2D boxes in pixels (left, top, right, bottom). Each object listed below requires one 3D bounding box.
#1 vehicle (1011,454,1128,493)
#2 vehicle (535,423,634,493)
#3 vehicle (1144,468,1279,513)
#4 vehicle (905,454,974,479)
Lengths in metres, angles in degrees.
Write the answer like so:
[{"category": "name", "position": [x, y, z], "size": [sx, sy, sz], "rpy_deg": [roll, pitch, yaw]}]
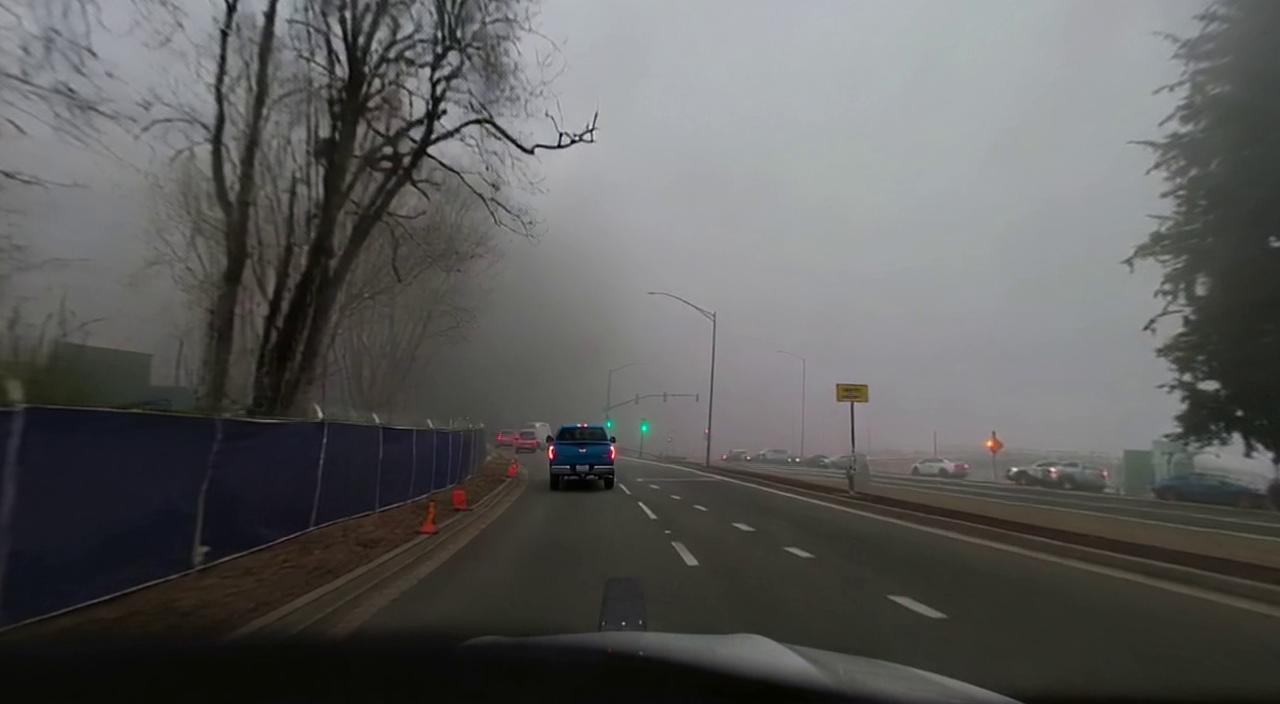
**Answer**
[{"category": "vehicle", "position": [22.061, 6.209, 32.713], "size": [1.938, 1.781, 5.078], "rpy_deg": [1, -9, -10]}, {"category": "vehicle", "position": [-1.664, 2.997, 18.274], "size": [2.436, 1.698, 5.322], "rpy_deg": [1, -8, -7]}, {"category": "vehicle", "position": [23.331, 5.463, 25.300], "size": [1.850, 1.470, 4.761], "rpy_deg": [2, -9, -9]}, {"category": "vehicle", "position": [20.140, 7.680, 42.559], "size": [1.805, 1.494, 4.362], "rpy_deg": [2, -9, -13]}]
